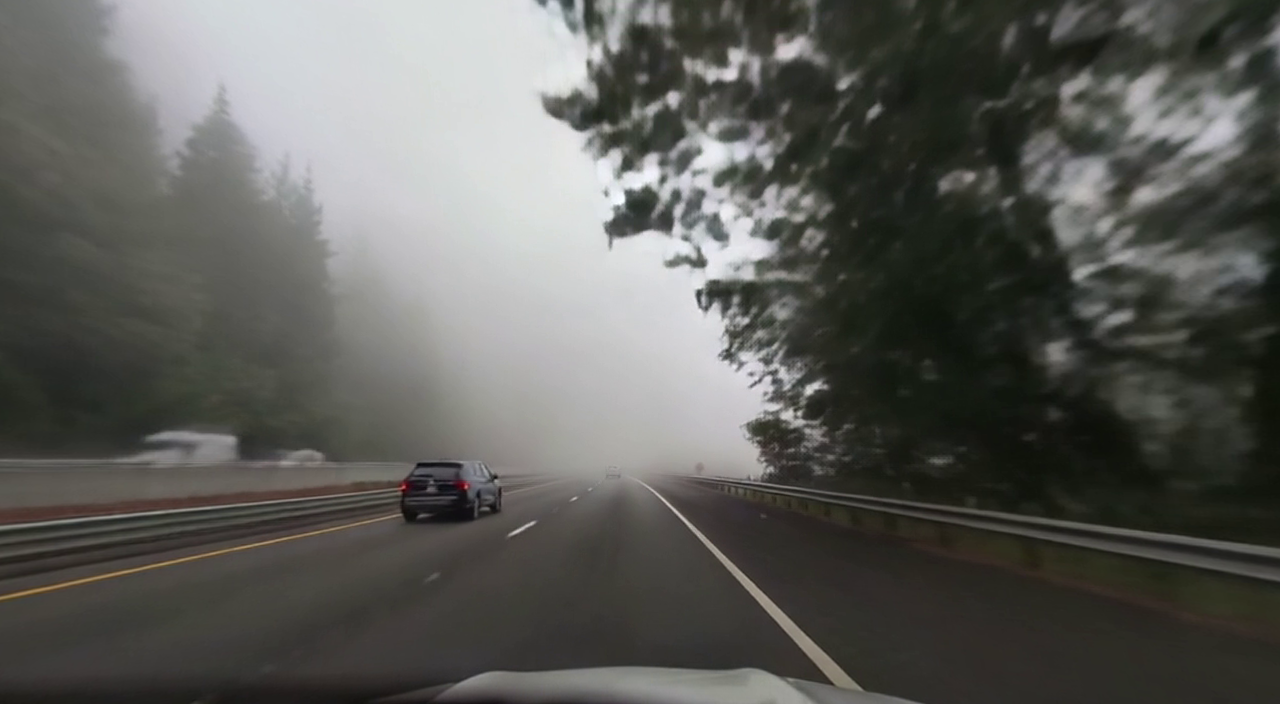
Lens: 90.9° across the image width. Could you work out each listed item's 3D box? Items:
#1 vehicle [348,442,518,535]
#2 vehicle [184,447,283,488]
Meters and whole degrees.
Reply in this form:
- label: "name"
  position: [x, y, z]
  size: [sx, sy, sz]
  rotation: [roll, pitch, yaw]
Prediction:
- label: "vehicle"
  position: [-4.495, 3.119, 14.767]
  size: [2.286, 1.757, 5.057]
  rotation: [1, -11, 0]
- label: "vehicle"
  position: [-17.237, 4.954, 26.939]
  size: [1.735, 1.581, 3.830]
  rotation: [1, -11, -2]
